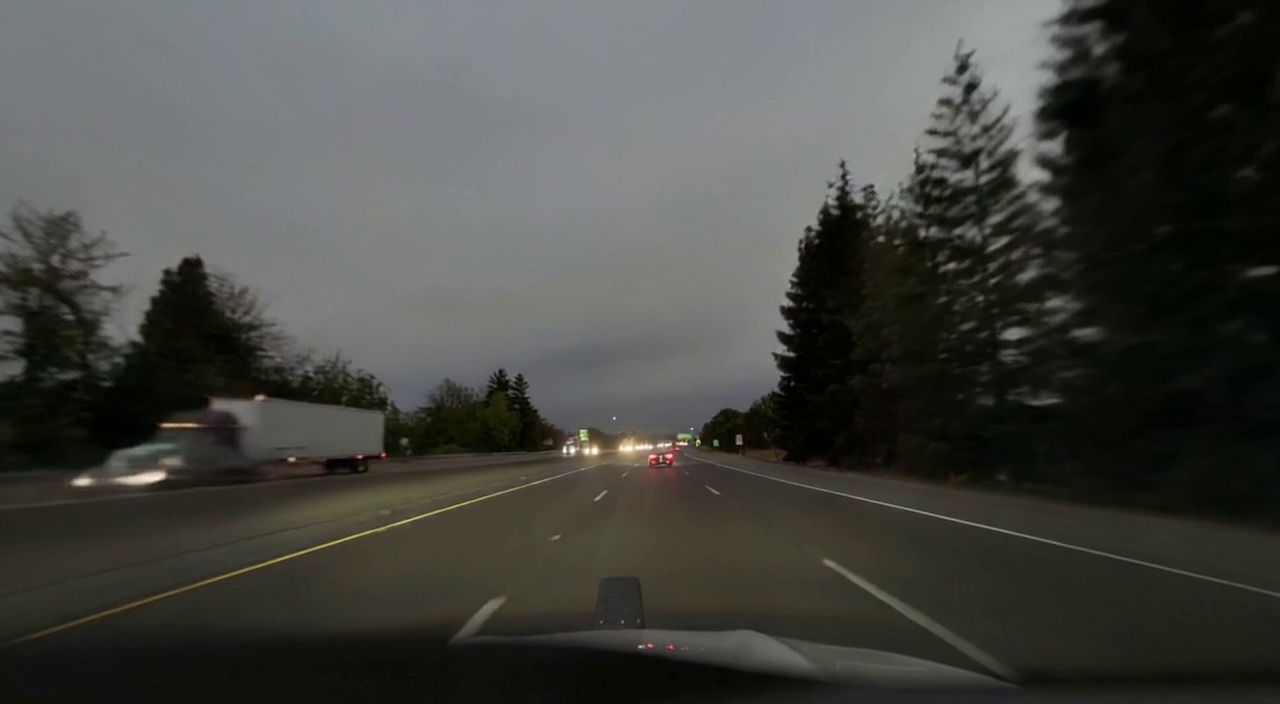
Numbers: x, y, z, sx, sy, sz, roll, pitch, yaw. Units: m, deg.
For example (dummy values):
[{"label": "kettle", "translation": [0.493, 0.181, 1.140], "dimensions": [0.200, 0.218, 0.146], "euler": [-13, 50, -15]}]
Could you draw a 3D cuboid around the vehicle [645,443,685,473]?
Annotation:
[{"label": "vehicle", "translation": [1.409, 6.294, 37.456], "dimensions": [2.231, 1.652, 4.503], "euler": [0, -9, 1]}]

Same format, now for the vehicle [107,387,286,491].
[{"label": "vehicle", "translation": [-18.915, 3.823, 27.512], "dimensions": [3.195, 4.035, 5.892], "euler": [0, -9, 1]}]
